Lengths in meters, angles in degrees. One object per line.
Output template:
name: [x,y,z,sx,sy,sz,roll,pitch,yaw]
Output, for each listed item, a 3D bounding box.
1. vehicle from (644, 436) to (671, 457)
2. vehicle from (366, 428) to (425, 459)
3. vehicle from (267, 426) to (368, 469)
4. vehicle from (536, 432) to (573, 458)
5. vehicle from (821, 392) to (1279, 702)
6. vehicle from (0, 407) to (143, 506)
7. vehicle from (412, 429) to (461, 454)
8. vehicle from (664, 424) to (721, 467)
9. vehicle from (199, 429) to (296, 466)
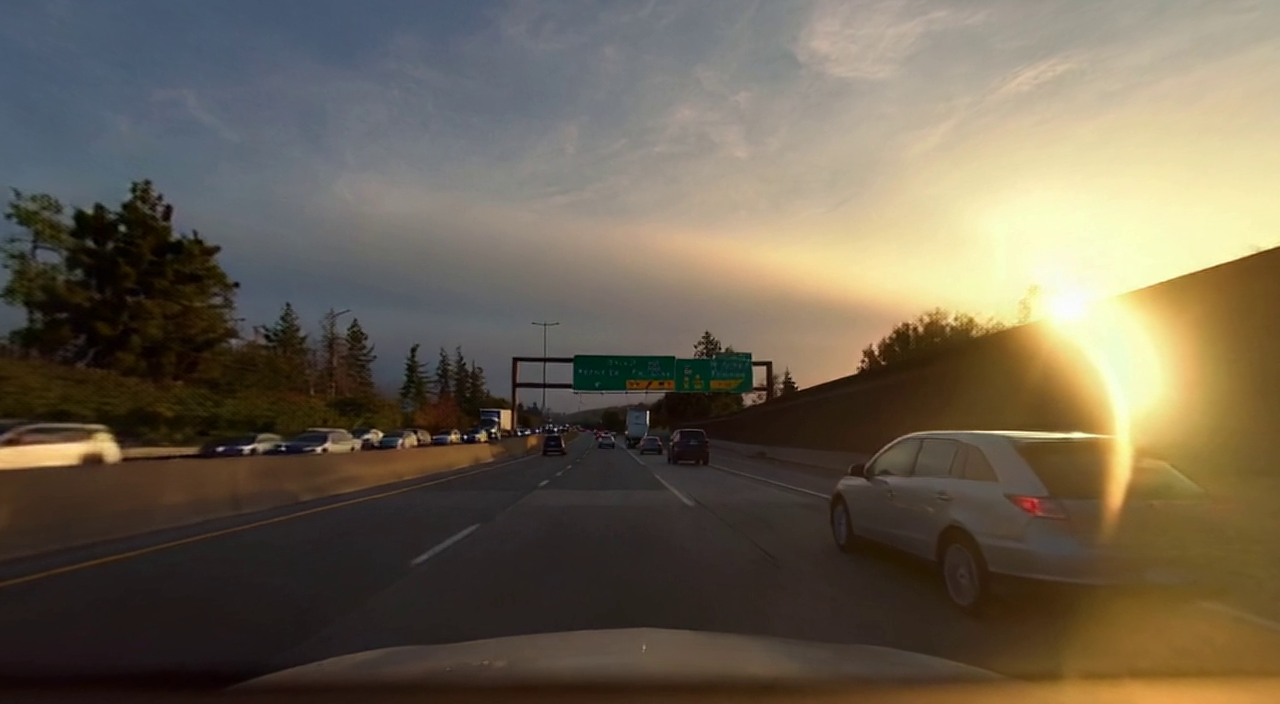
vehicle: [1.244,6.924,46.323,1.844,1.462,3.736,0,-8,-1]
vehicle: [-12.058,4.550,31.242,1.610,1.420,3.445,0,-8,-2]
vehicle: [-11.736,3.516,23.204,1.727,1.433,3.940,0,-8,-2]
vehicle: [-5.768,6.318,42.925,2.058,1.689,4.315,0,-8,-2]
vehicle: [3.316,1.263,5.366,2.127,1.497,4.445,0,-8,-1]
vehicle: [-10.970,1.721,10.445,1.948,1.538,4.322,0,-8,-1]
vehicle: [-12.011,5.323,37.343,1.853,1.406,3.495,1,-8,-2]
vehicle: [2.498,4.647,31.511,2.207,1.937,5.610,0,-8,-2]
vehicle: [-16.487,4.039,26.677,1.754,1.448,3.799,0,-8,-2]
